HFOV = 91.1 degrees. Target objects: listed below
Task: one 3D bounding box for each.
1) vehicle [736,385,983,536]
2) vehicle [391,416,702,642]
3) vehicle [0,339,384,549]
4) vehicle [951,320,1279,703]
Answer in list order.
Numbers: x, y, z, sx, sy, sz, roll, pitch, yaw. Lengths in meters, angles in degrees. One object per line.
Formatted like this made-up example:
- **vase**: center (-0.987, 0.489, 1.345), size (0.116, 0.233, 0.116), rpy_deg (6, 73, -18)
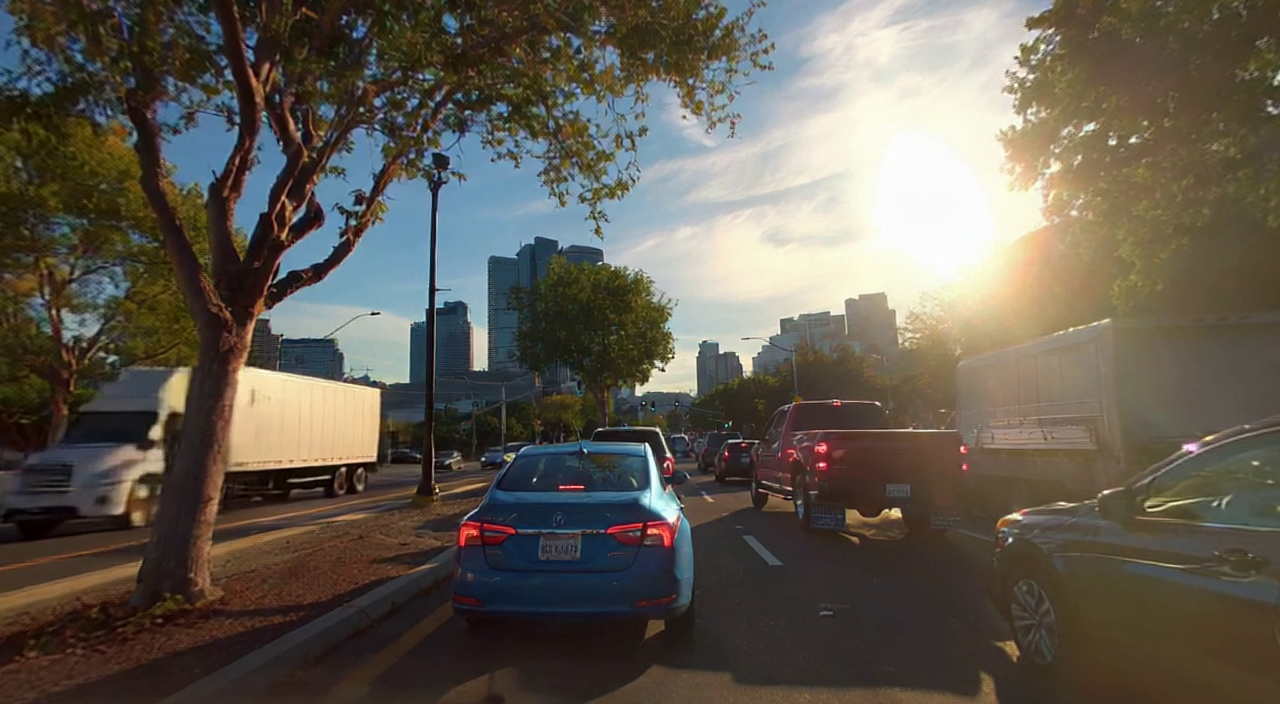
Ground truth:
- **vehicle**: center (3.503, 1.944, 11.707), size (2.444, 2.098, 5.766), rpy_deg (0, -8, -1)
- **vehicle**: center (-0.586, 1.500, 6.334), size (2.111, 1.506, 4.018), rpy_deg (0, -9, 1)
- **vehicle**: center (-8.992, 2.030, 14.023), size (2.931, 3.265, 8.387), rpy_deg (0, -9, 0)
- **vehicle**: center (3.154, 0.750, 2.082), size (1.982, 1.709, 4.427), rpy_deg (0, -9, 1)
